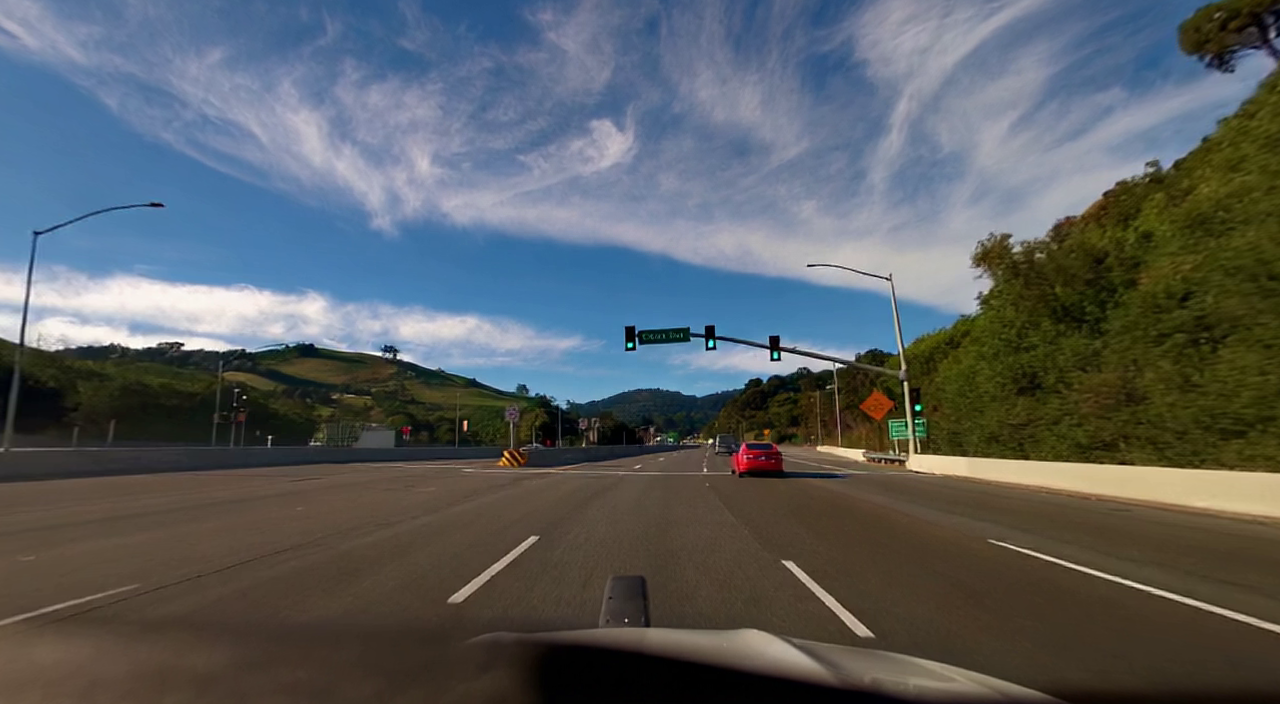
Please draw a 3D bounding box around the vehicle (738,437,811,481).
[{"bbox_3d":[4.932,3.995,23.783,1.916,1.469,4.481,0,-8,2],"label":"vehicle"}]
